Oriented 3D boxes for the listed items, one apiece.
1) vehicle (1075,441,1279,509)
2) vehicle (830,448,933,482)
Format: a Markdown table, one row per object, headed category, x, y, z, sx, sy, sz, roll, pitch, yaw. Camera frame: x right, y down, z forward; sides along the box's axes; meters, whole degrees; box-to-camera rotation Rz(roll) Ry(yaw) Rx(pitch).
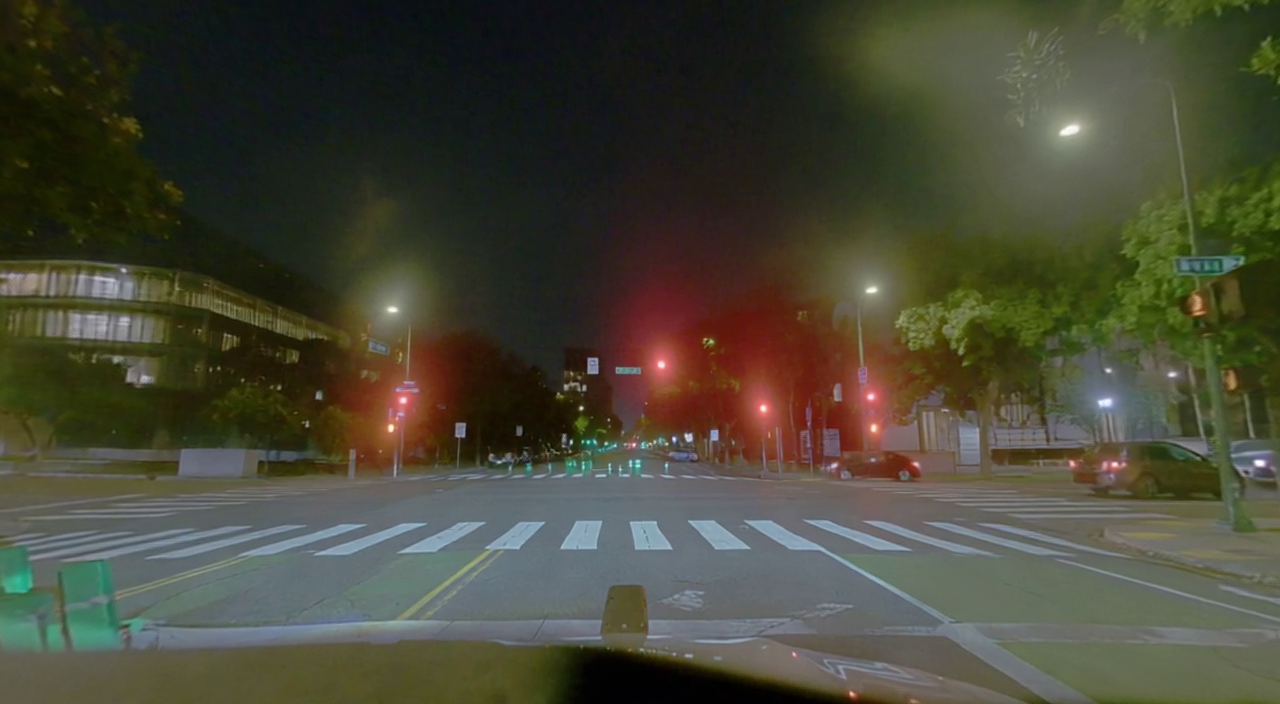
| category | x | y | z | sx | sy | sz | roll | pitch | yaw |
| --- | --- | --- | --- | --- | --- | --- | --- | --- | --- |
| vehicle | 13.002 | 2.790 | 14.555 | 4.424 | 1.436 | 1.804 | 0 | -9 | 5 |
| vehicle | 11.644 | 5.473 | 30.709 | 4.368 | 1.522 | 1.972 | -2 | -9 | 11 |
